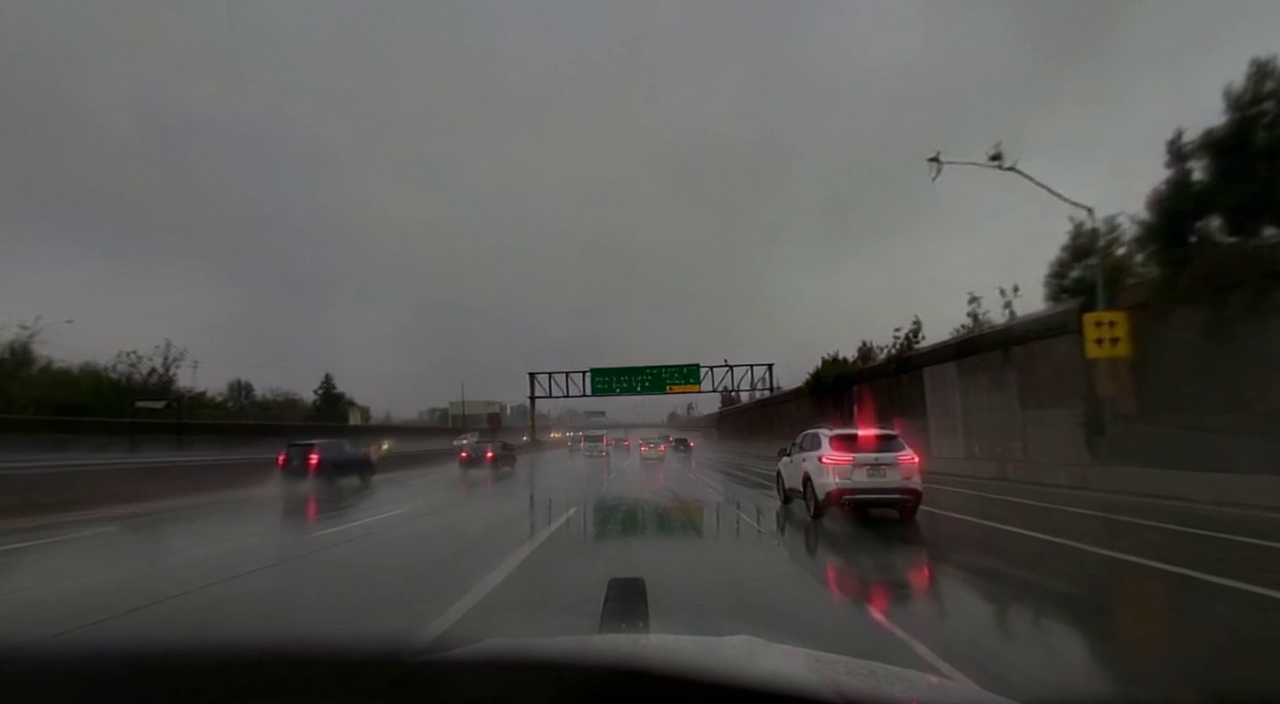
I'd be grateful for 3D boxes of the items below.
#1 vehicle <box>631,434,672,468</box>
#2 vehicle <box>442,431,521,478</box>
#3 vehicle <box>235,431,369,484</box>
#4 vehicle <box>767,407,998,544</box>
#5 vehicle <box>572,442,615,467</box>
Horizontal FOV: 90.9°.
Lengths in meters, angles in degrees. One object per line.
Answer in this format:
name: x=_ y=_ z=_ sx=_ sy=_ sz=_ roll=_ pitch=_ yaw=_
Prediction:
vehicle: x=0.645 y=5.462 z=34.927 sx=2.133 sy=1.739 sz=3.925 roll=0 pitch=-8 yaw=1
vehicle: x=-6.139 y=4.037 z=24.951 sx=1.946 sy=1.688 sz=4.019 roll=0 pitch=-8 yaw=2
vehicle: x=-12.110 y=3.821 z=23.087 sx=2.076 sy=1.701 sz=5.093 roll=0 pitch=-8 yaw=0
vehicle: x=3.730 y=1.990 z=10.841 sx=2.083 sy=1.823 sz=4.627 roll=0 pitch=-8 yaw=0
vehicle: x=-2.690 y=6.057 z=37.566 sx=2.205 sy=1.406 sz=4.286 roll=0 pitch=-8 yaw=1
